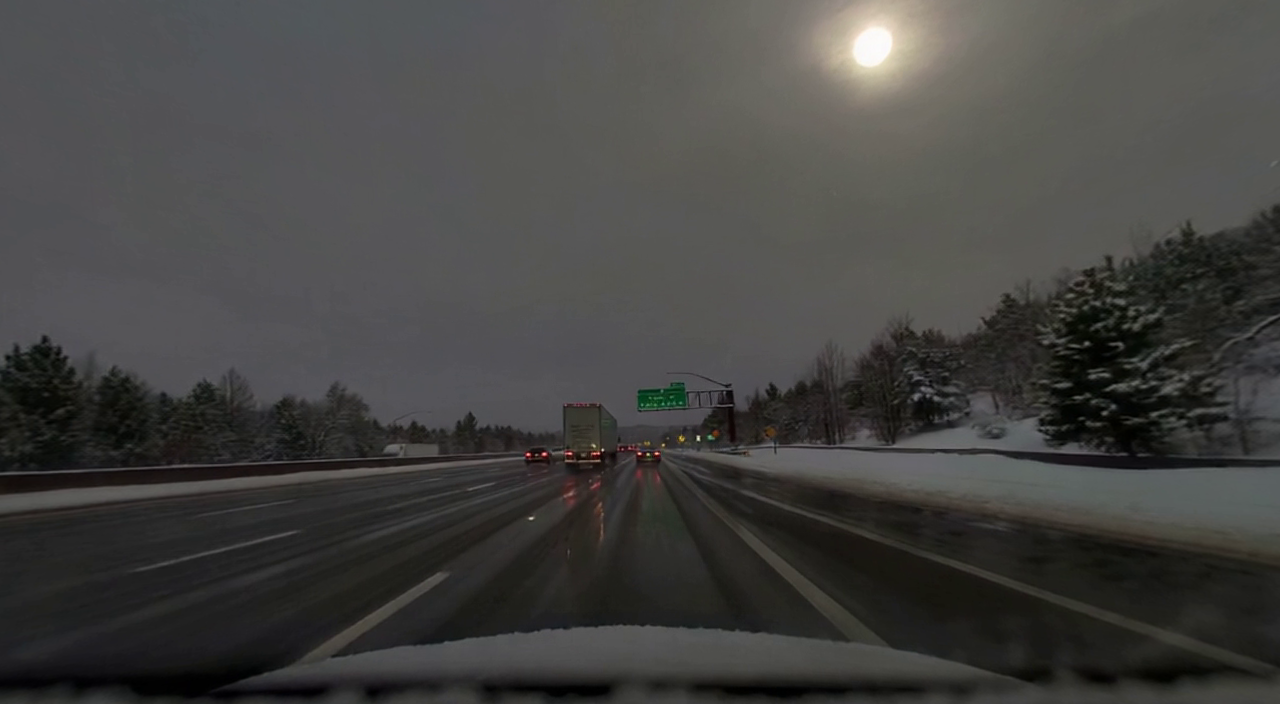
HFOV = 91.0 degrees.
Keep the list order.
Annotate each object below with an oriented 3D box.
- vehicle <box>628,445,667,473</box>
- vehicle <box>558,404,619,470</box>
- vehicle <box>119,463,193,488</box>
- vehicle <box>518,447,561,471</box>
[{"bbox_3d":[0.402,5.984,35.403,2.066,1.469,4.050,0,-9,0],"label":"vehicle"},{"bbox_3d":[-3.301,6.025,43.868,3.053,3.948,11.288,-1,-9,1],"label":"vehicle"},{"bbox_3d":[-34.983,8.935,45.668,1.835,1.566,4.344,0,-9,1],"label":"vehicle"},{"bbox_3d":[-6.764,7.265,42.945,1.996,1.495,4.671,-1,-9,2],"label":"vehicle"}]
